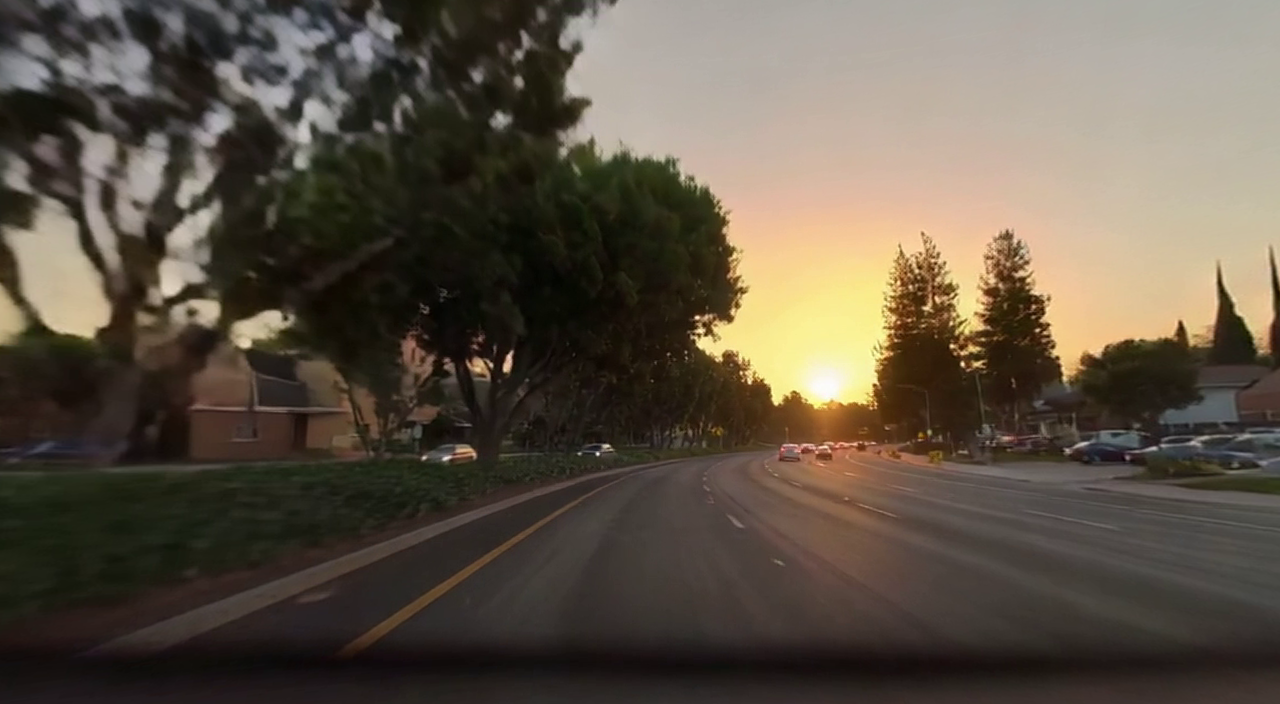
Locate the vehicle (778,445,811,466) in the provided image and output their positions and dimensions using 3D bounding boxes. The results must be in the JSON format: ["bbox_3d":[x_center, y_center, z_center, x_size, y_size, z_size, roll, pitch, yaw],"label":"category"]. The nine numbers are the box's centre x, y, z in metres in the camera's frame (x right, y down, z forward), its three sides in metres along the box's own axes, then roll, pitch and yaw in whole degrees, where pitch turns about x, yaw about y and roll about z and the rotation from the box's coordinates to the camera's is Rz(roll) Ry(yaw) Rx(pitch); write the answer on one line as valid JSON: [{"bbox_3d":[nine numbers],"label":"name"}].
[{"bbox_3d":[11.104,7.450,45.676,1.988,1.460,3.996,-2,-9,9],"label":"vehicle"}]
